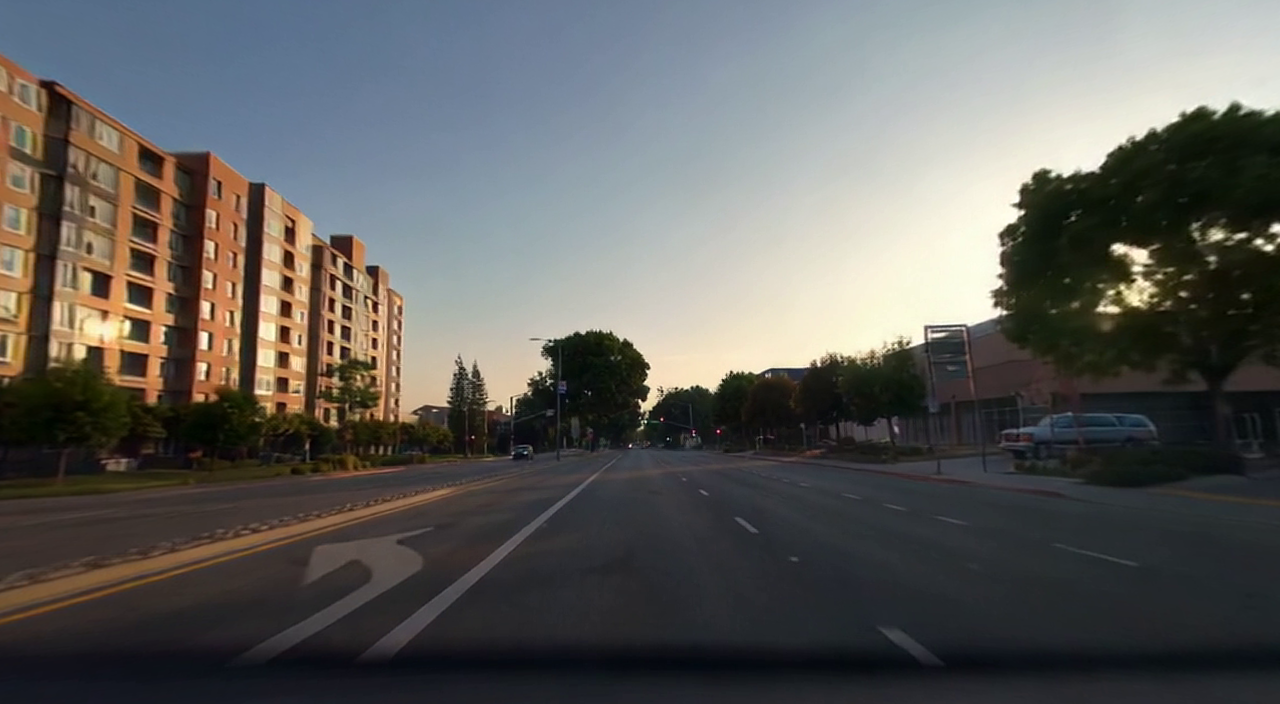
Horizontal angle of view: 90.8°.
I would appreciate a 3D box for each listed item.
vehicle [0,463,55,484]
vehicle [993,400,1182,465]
[{"bbox_3d":[-44.412,8.615,44.932,3.890,1.403,1.694,0,-9,2],"label":"vehicle"},{"bbox_3d":[19.651,3.579,28.005,6.543,2.736,2.324,0,-9,-2],"label":"vehicle"}]
